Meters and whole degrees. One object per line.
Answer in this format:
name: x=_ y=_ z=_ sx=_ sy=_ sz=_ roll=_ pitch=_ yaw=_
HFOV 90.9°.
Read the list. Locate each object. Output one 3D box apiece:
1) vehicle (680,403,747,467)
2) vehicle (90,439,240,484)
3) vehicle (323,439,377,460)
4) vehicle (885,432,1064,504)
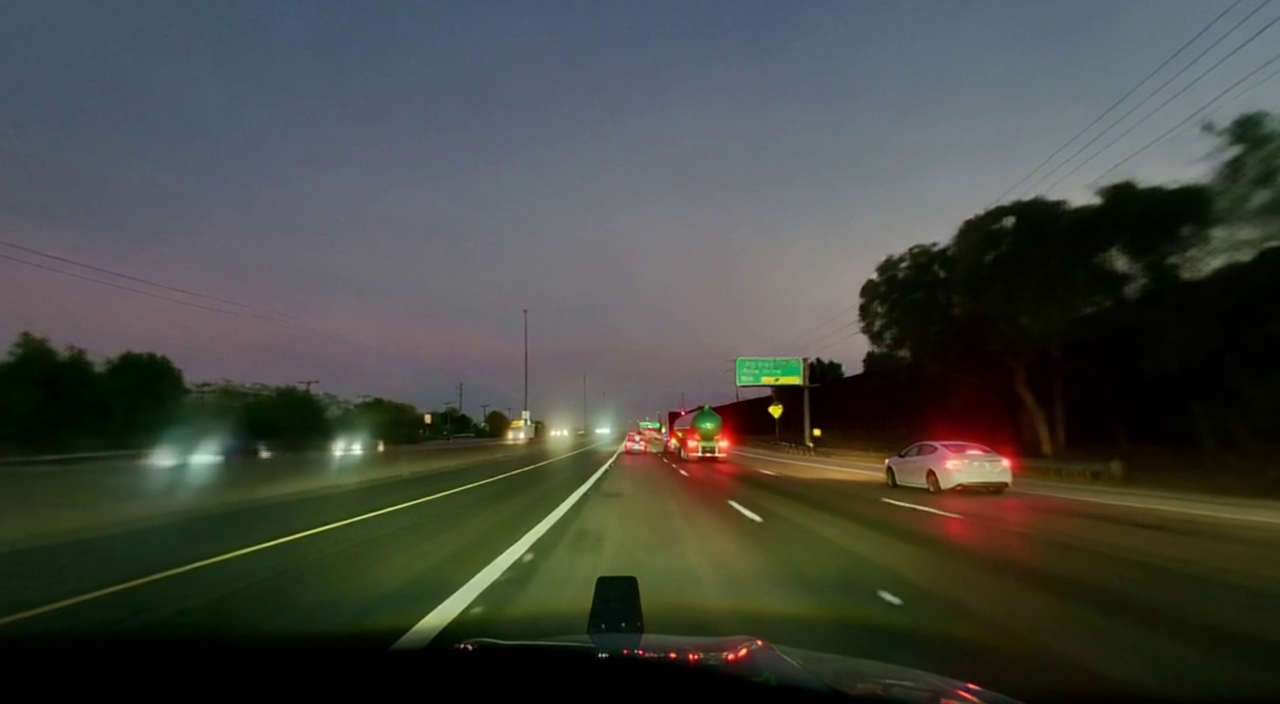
vehicle: x=3.915 y=4.737 z=35.516 sx=2.791 sy=3.179 sz=8.074 roll=0 pitch=-8 yaw=0
vehicle: x=-17.404 y=4.015 z=23.458 sx=2.076 sy=1.488 sz=4.533 roll=0 pitch=-8 yaw=0
vehicle: x=-21.379 y=7.212 z=46.723 sx=1.890 sy=1.474 sz=4.461 roll=0 pitch=-8 yaw=0
vehicle: x=7.941 y=2.786 z=15.598 sx=1.905 sy=1.480 sz=4.624 roll=0 pitch=-8 yaw=0
